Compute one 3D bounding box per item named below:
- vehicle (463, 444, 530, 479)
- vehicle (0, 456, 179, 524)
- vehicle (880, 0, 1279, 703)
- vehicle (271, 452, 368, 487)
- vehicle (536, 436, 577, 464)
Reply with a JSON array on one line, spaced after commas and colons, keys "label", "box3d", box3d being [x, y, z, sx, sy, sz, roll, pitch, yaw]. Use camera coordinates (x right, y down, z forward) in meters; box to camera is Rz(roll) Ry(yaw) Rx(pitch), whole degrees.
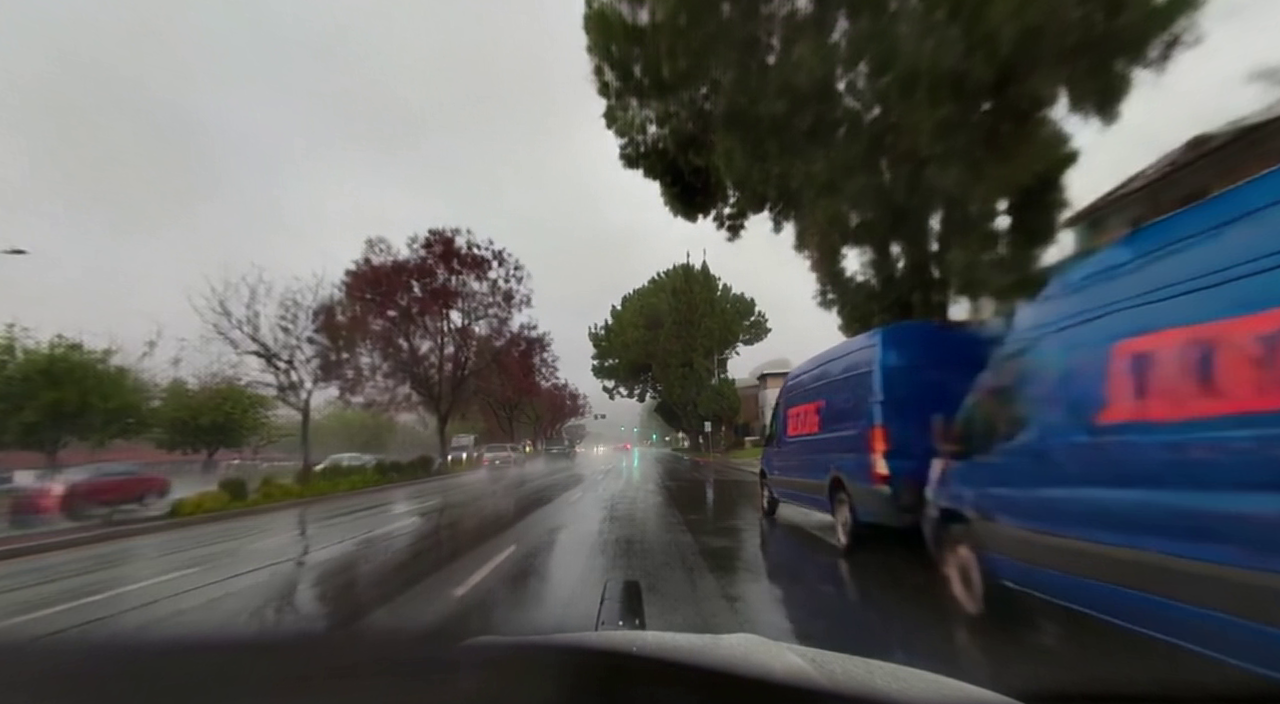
[{"label": "vehicle", "box3d": [-6.514, 4.999, 29.200, 1.970, 1.456, 4.441, 0, -9, 1]}, {"label": "vehicle", "box3d": [-14.878, 3.536, 16.742, 1.842, 1.472, 4.639, 0, -9, -1]}, {"label": "vehicle", "box3d": [3.590, 0.386, 3.250, 2.791, 3.026, 4.668, 0, -9, 0]}, {"label": "vehicle", "box3d": [-14.745, 5.404, 29.421, 2.031, 1.466, 4.592, 0, -9, 1]}, {"label": "vehicle", "box3d": [-6.336, 7.554, 48.752, 2.332, 2.039, 5.678, 0, -9, 1]}]
